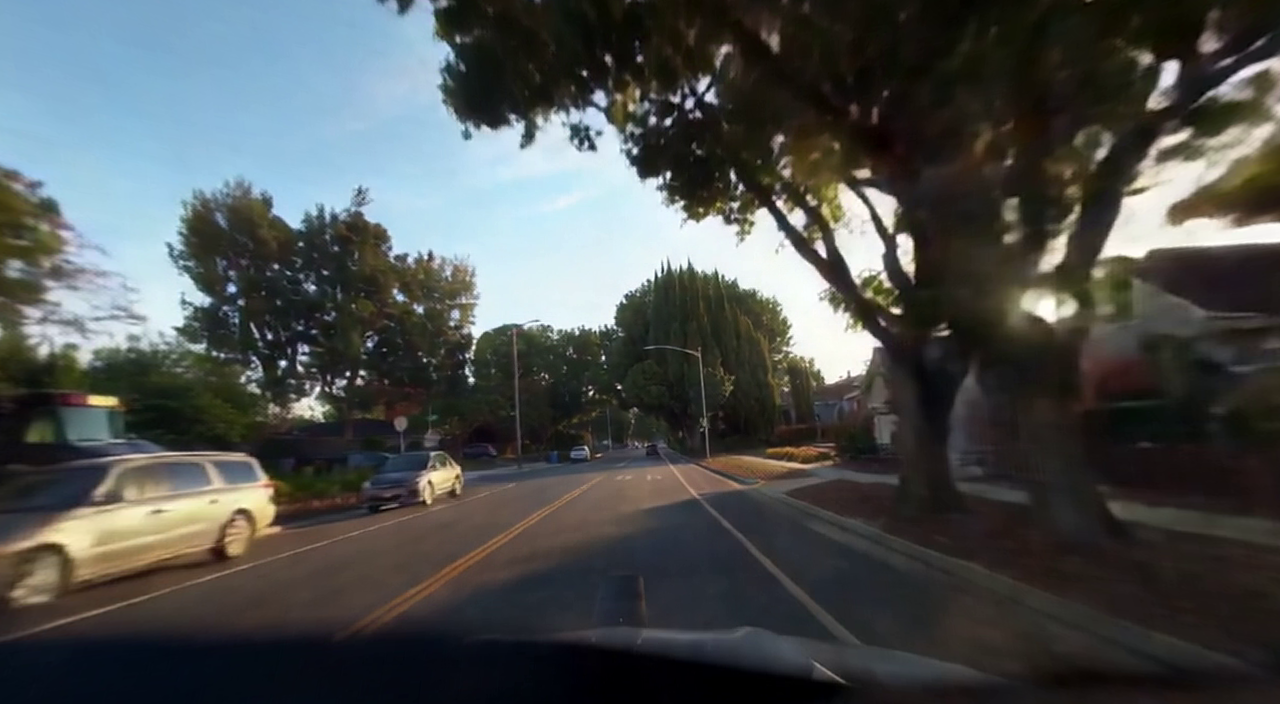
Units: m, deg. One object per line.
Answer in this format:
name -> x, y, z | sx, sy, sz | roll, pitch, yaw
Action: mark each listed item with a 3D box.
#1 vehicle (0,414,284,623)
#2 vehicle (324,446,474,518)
vehicle -> -6.890, 1.903, 7.628 | 2.012, 1.902, 5.437 | -4, -10, 1
vehicle -> -6.702, 3.638, 18.431 | 1.984, 1.732, 5.628 | -1, -9, 2
